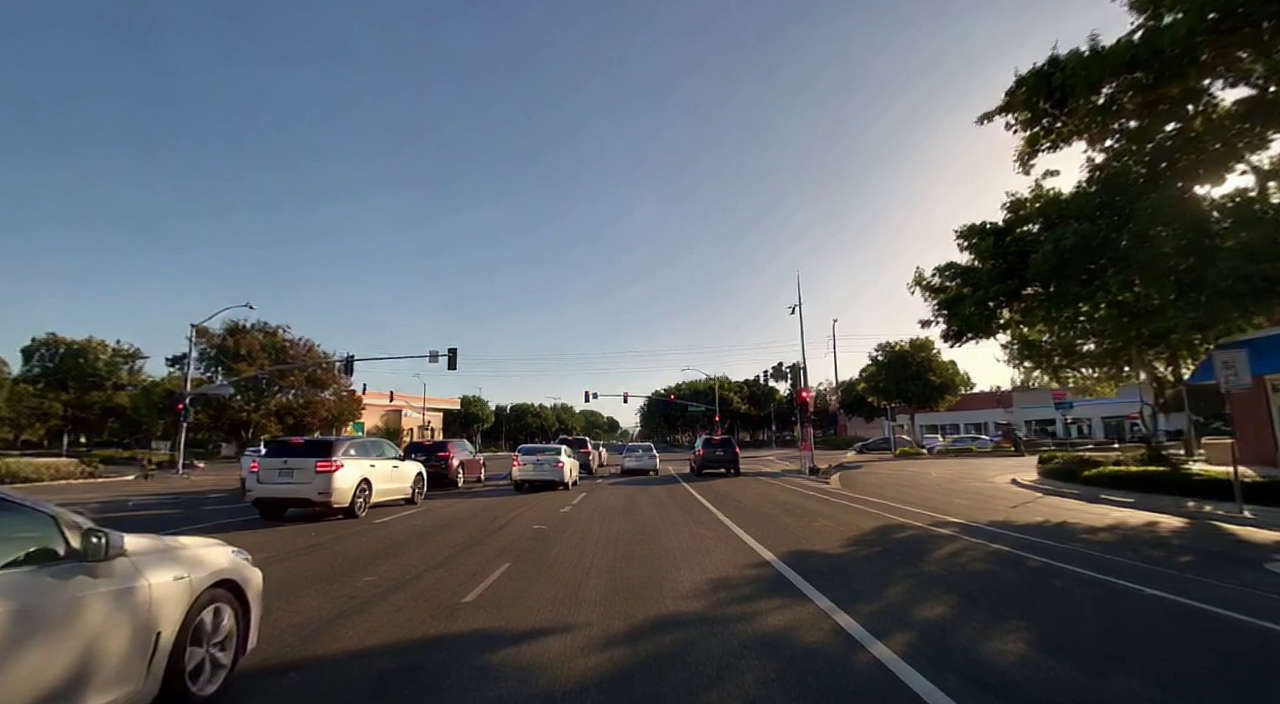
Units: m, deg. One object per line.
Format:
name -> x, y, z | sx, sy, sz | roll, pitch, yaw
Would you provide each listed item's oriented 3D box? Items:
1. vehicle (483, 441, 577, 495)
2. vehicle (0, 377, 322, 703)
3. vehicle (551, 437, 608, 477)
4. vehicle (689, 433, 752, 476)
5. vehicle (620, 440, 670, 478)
vehicle -> -3.275, 3.554, 19.622 | 2.014, 1.472, 4.357 | 0, -9, 2
vehicle -> -3.132, 0.758, 1.385 | 2.249, 1.517, 4.951 | 0, -9, 0
vehicle -> -2.715, 4.819, 29.147 | 2.072, 1.694, 4.070 | 0, -9, 2
vehicle -> 3.435, 4.480, 27.640 | 2.076, 1.691, 4.402 | 0, -9, -1
vehicle -> 0.215, 4.659, 27.617 | 2.032, 1.499, 3.994 | 0, -9, 1
